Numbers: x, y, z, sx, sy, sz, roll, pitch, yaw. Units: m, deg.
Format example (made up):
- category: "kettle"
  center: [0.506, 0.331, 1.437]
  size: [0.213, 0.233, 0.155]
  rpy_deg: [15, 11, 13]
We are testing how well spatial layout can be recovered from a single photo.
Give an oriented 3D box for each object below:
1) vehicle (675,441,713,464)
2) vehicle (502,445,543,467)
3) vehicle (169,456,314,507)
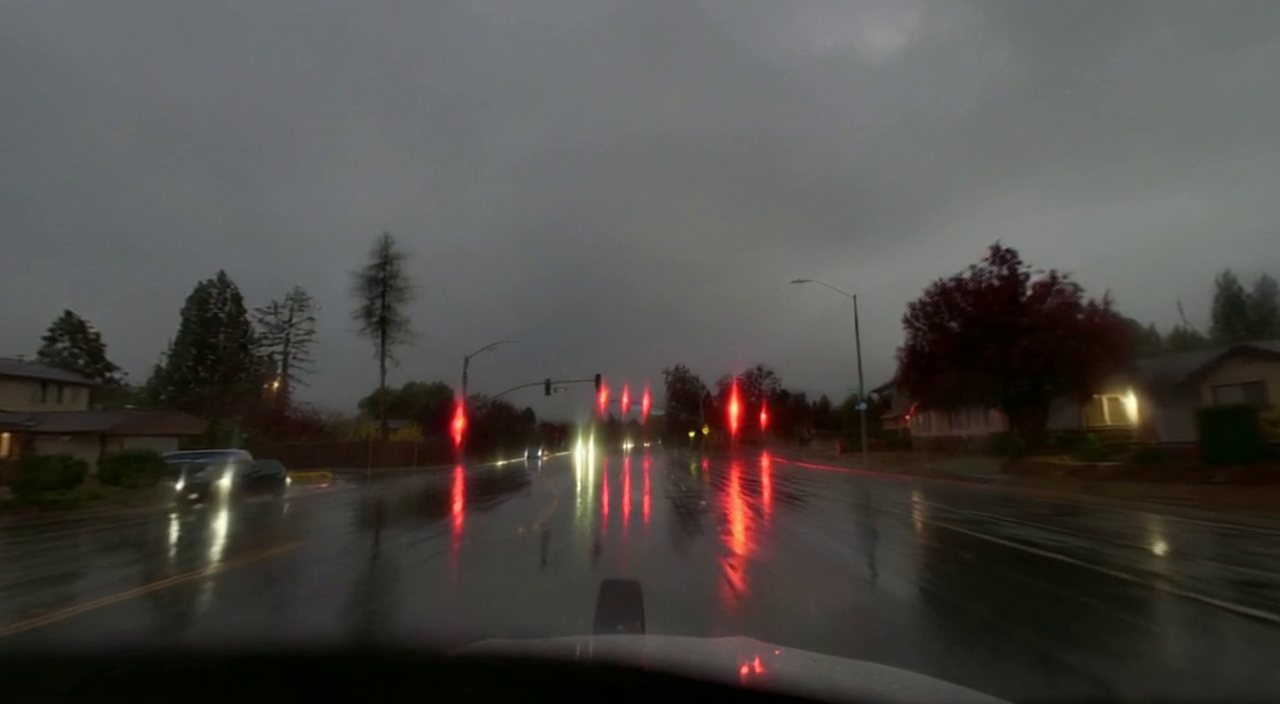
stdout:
- category: "vehicle"
  center: [3.641, 6.923, 43.560]
  size: [2.133, 1.494, 4.265]
  rpy_deg: [0, -9, -2]
- category: "vehicle"
  center: [-8.698, 7.713, 47.010]
  size: [2.030, 1.495, 4.570]
  rpy_deg: [-1, -9, 2]
- category: "vehicle"
  center: [-13.416, 4.361, 21.686]
  size: [1.992, 1.453, 4.439]
  rpy_deg: [-1, -9, 2]
